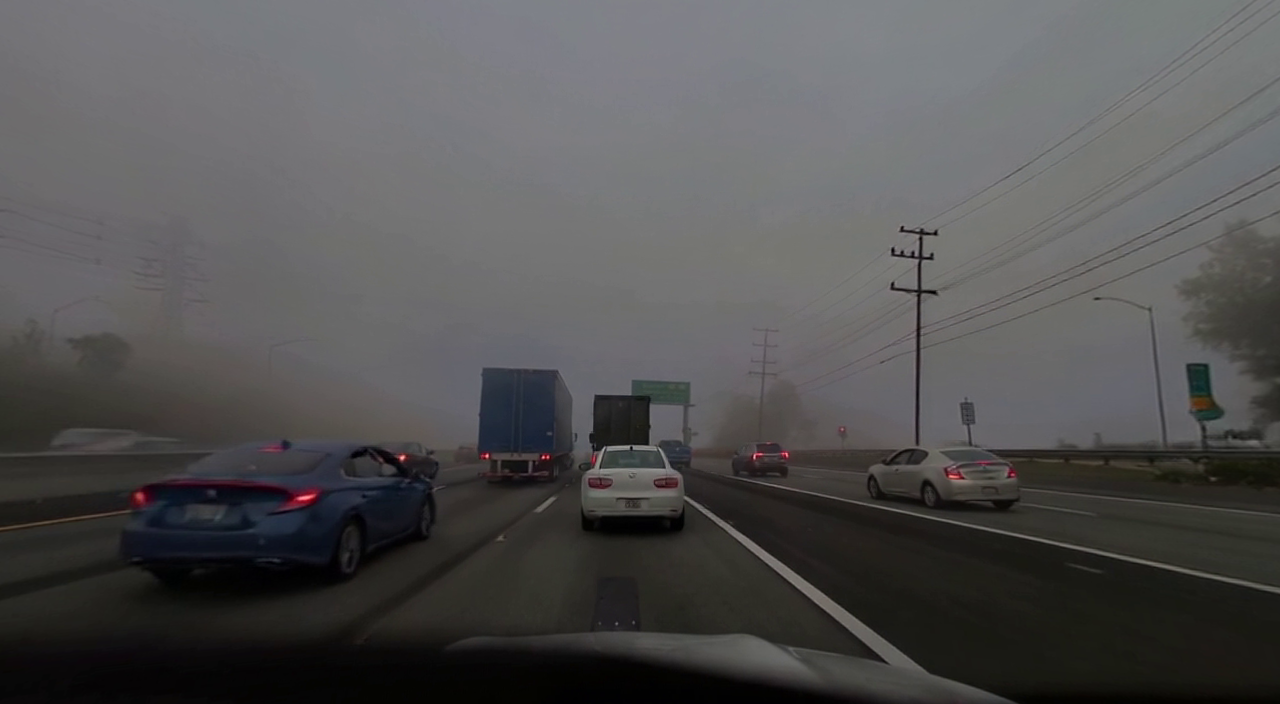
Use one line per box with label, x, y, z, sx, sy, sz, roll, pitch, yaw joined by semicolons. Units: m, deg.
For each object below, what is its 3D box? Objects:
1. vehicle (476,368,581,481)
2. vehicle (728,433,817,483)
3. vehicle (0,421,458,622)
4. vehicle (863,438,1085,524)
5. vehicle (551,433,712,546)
vehicle;-5.079;4.138;33.072;3.150;4.298;17.928;0;-9;-3
vehicle;4.801;3.930;23.584;2.023;1.676;4.002;1;-9;-7
vehicle;-3.814;1.632;7.207;2.090;1.463;4.968;0;-9;-1
vehicle;6.383;2.489;12.751;1.878;1.406;4.164;1;-9;-6
vehicle;-0.208;2.113;10.360;2.112;1.463;4.012;0;-9;-3
